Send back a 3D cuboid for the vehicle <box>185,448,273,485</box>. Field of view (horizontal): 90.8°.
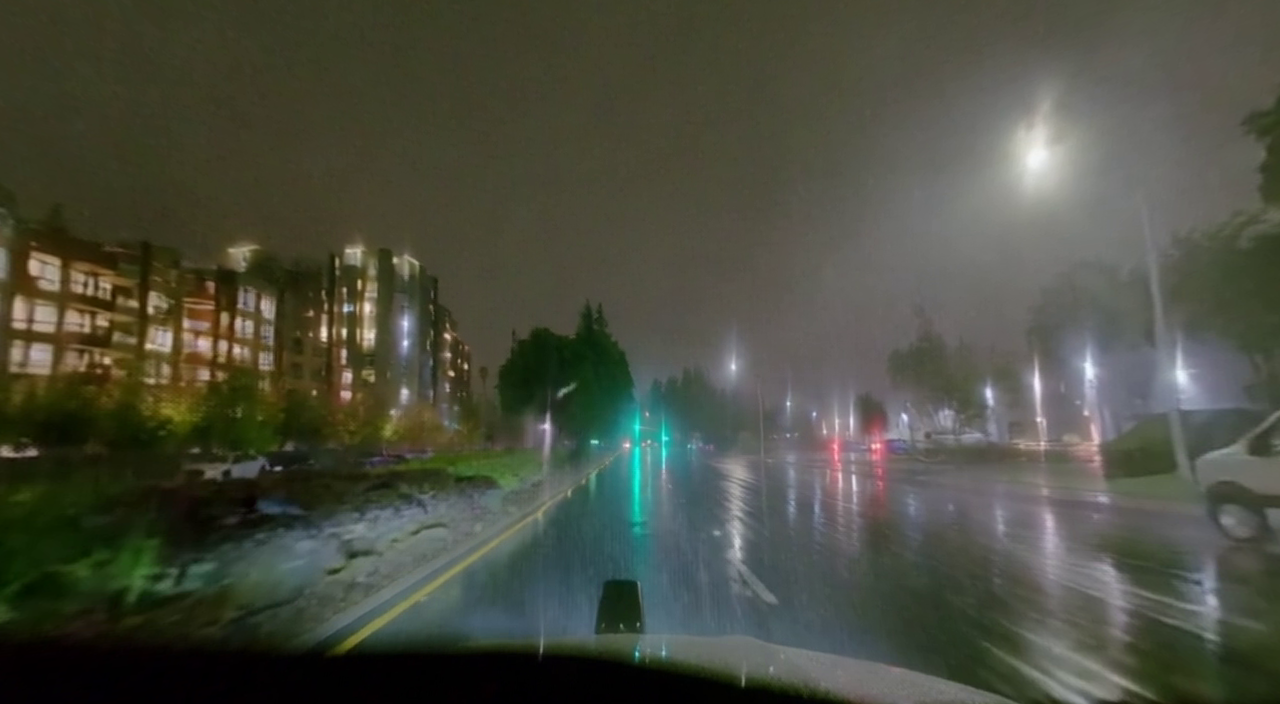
[{"bbox_3d":[-22.067,6.113,34.122,1.863,1.845,4.073,0,-8,1],"label":"vehicle"}]

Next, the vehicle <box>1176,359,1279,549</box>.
[{"bbox_3d":[9.886,1.150,7.003,2.456,2.534,5.930,0,-8,-2],"label":"vehicle"}]

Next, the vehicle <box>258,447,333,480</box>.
[{"bbox_3d":[-21.239,6.860,39.192,1.879,1.757,4.656,-2,-7,3],"label":"vehicle"}]

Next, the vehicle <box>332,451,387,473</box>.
[{"bbox_3d":[-20.346,7.970,46.085,1.798,1.487,4.486,0,-8,2],"label":"vehicle"}]
